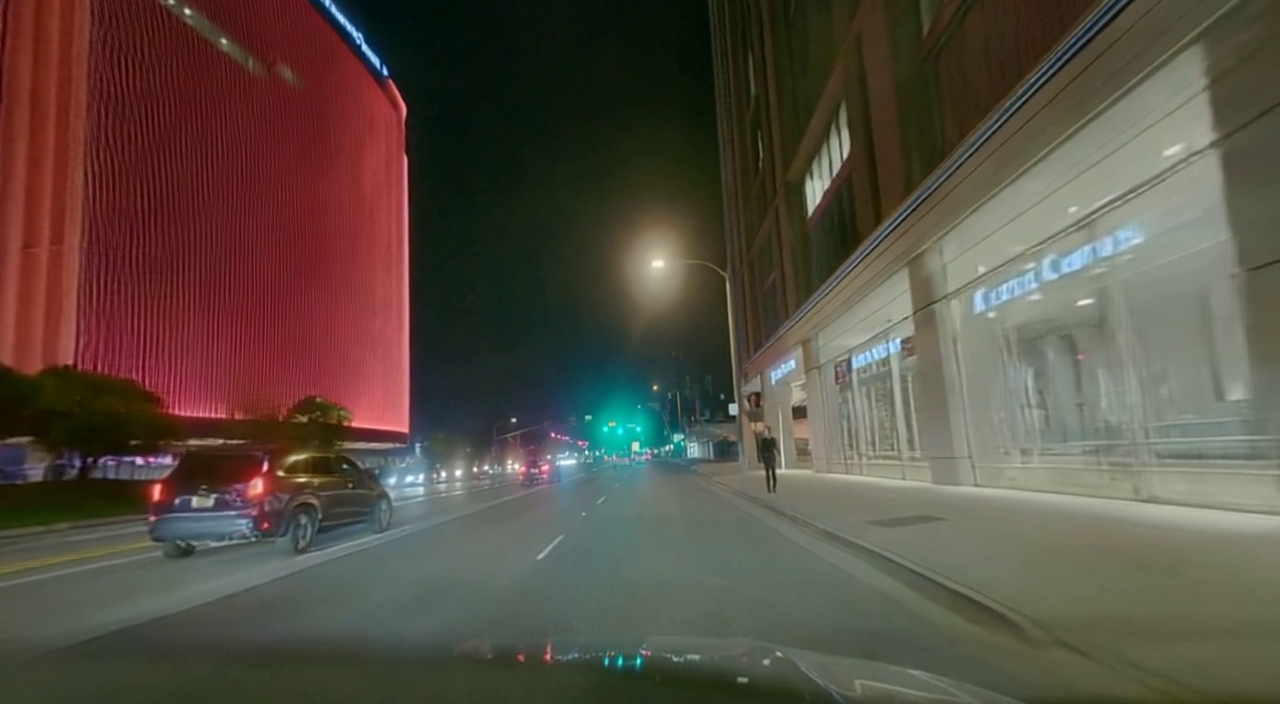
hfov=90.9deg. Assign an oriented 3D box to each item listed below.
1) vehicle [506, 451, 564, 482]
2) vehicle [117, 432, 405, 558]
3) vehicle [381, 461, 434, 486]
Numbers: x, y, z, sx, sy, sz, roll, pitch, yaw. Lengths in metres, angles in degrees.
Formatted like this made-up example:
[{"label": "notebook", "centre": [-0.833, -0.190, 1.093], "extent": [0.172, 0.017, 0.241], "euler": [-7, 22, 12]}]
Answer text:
[{"label": "vehicle", "centre": [-5.306, 5.890, 32.586], "extent": [2.030, 1.488, 4.650], "euler": [0, -9, 2]}, {"label": "vehicle", "centre": [-6.115, 2.355, 11.098], "extent": [2.007, 1.698, 4.759], "euler": [0, -9, 1]}, {"label": "vehicle", "centre": [-16.598, 8.662, 45.201], "extent": [1.887, 1.533, 4.222], "euler": [1, -9, 4]}]
